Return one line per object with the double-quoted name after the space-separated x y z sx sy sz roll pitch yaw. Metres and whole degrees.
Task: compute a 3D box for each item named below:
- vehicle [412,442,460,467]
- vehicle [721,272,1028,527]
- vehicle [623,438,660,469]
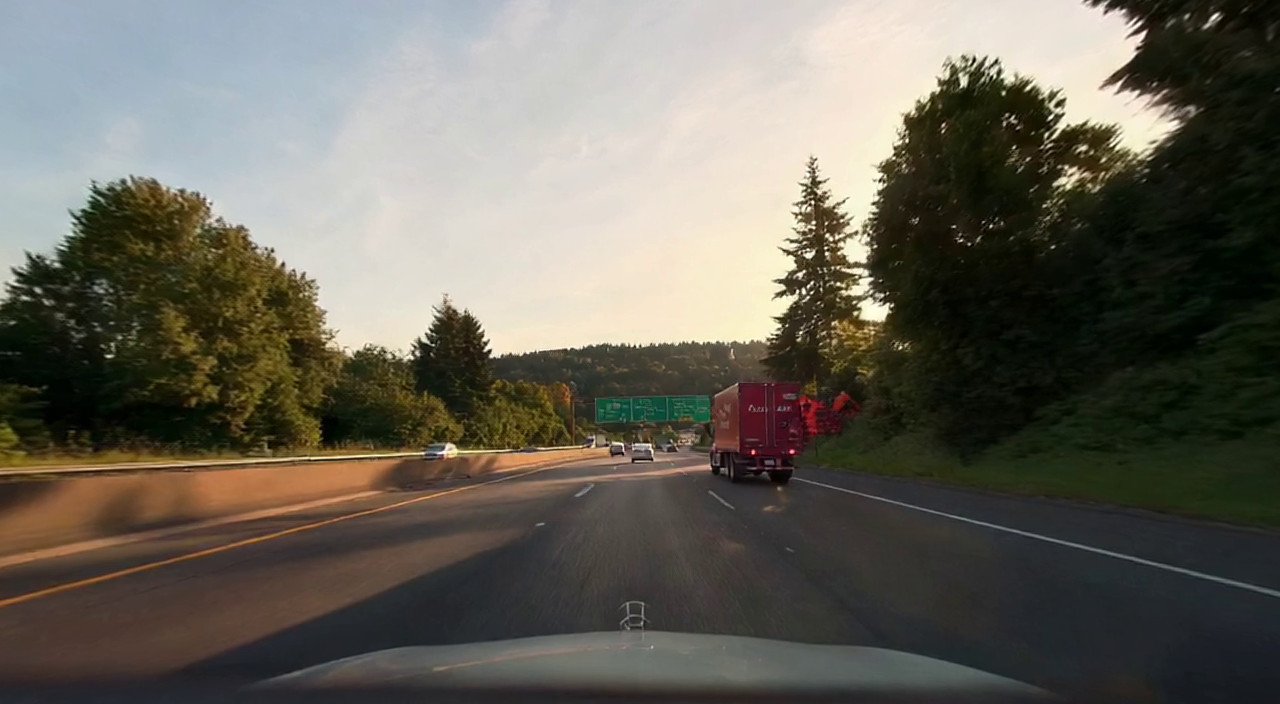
-14.961 7.538 46.401 1.894 1.765 4.604 0 -9 1 "vehicle"
4.512 1.747 16.818 3.011 4.028 13.890 0 -9 1 "vehicle"
0.073 6.036 37.555 2.067 1.690 3.901 0 -9 0 "vehicle"
